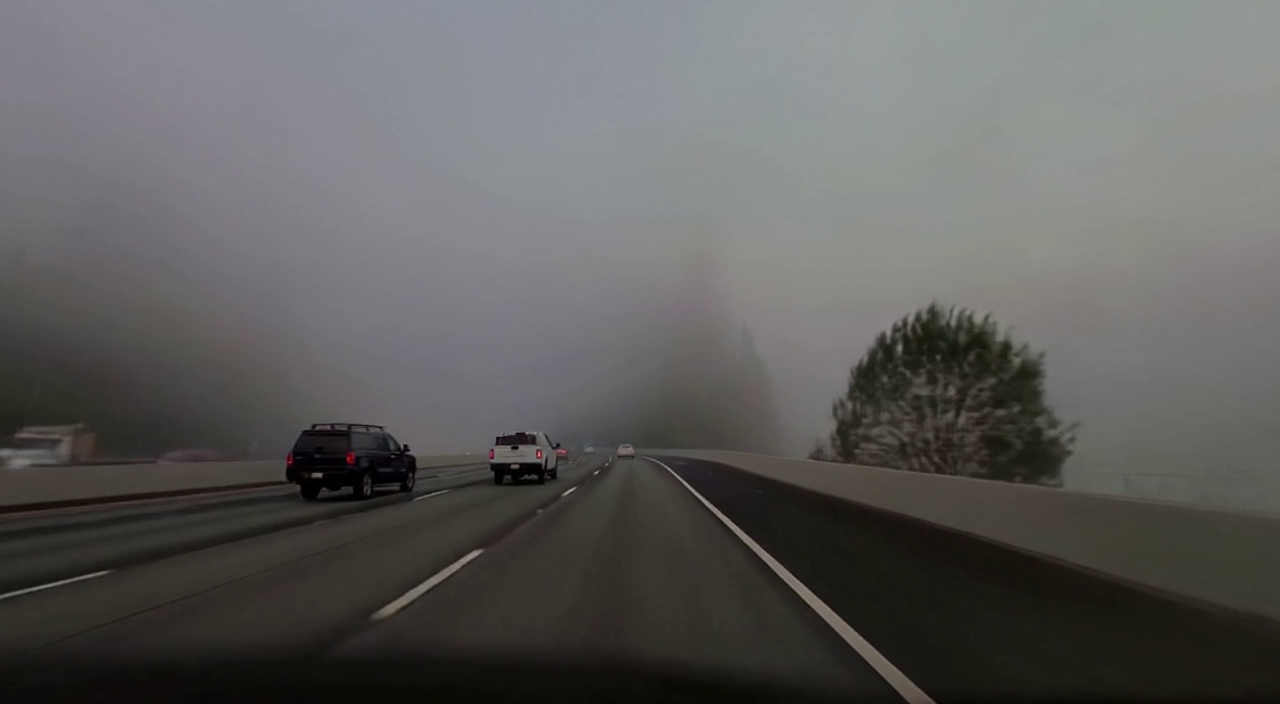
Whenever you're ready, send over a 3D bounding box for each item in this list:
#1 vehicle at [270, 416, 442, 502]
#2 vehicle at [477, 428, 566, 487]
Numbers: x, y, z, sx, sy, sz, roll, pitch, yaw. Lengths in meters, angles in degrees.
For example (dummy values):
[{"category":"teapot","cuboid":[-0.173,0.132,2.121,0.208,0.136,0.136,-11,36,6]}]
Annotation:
[{"category":"vehicle","cuboid":[-7.335,2.832,17.031,2.160,1.949,5.293,0,-8,0]},{"category":"vehicle","cuboid":[-3.915,3.592,21.725,2.142,1.789,5.009,0,-8,0]}]
